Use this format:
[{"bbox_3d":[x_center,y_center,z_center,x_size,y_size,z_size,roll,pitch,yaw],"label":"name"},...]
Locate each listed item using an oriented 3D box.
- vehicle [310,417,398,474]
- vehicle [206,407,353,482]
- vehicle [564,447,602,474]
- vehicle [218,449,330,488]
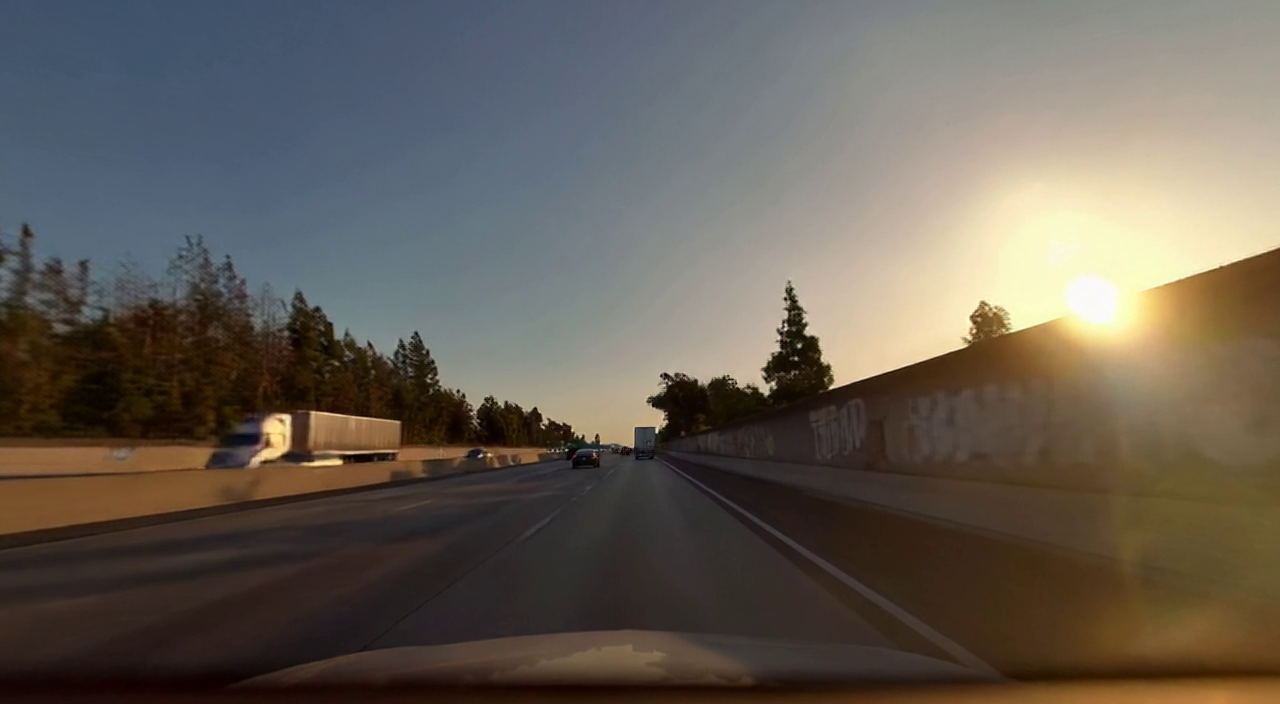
[{"bbox_3d":[-21.920,7.298,48.940,2.850,4.006,8.213,0,-9,0],"label":"vehicle"},{"bbox_3d":[-21.945,5.823,39.408,2.873,4.027,10.474,0,-9,0],"label":"vehicle"},{"bbox_3d":[-3.263,6.345,37.021,1.803,1.466,4.509,0,-9,0],"label":"vehicle"},{"bbox_3d":[-15.037,4.784,26.231,1.917,1.491,4.429,0,-9,1],"label":"vehicle"}]
